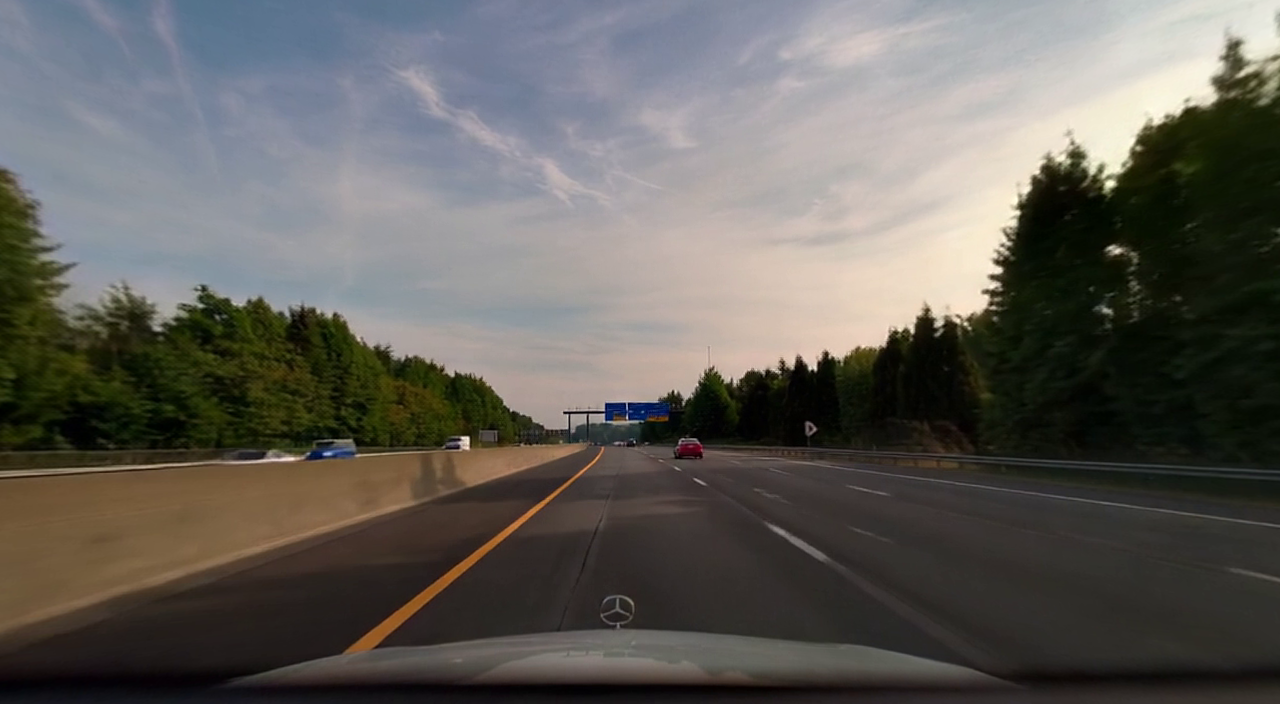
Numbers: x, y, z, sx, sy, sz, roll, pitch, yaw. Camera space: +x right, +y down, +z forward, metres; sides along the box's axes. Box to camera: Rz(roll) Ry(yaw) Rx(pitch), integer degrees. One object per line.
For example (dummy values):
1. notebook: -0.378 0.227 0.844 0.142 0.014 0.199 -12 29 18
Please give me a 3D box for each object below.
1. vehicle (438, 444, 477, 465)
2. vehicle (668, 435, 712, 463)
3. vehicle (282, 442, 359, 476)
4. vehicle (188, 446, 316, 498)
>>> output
1. vehicle: -13.570 7.623 46.999 1.966 1.488 3.645 0 -8 -2
2. vehicle: 2.800 5.561 36.277 1.958 1.526 4.227 0 -8 -3
3. vehicle: -17.079 5.728 33.972 1.847 1.643 4.549 0 -8 -1
4. vehicle: -12.836 3.947 21.190 1.820 1.509 3.968 0 -8 -1
